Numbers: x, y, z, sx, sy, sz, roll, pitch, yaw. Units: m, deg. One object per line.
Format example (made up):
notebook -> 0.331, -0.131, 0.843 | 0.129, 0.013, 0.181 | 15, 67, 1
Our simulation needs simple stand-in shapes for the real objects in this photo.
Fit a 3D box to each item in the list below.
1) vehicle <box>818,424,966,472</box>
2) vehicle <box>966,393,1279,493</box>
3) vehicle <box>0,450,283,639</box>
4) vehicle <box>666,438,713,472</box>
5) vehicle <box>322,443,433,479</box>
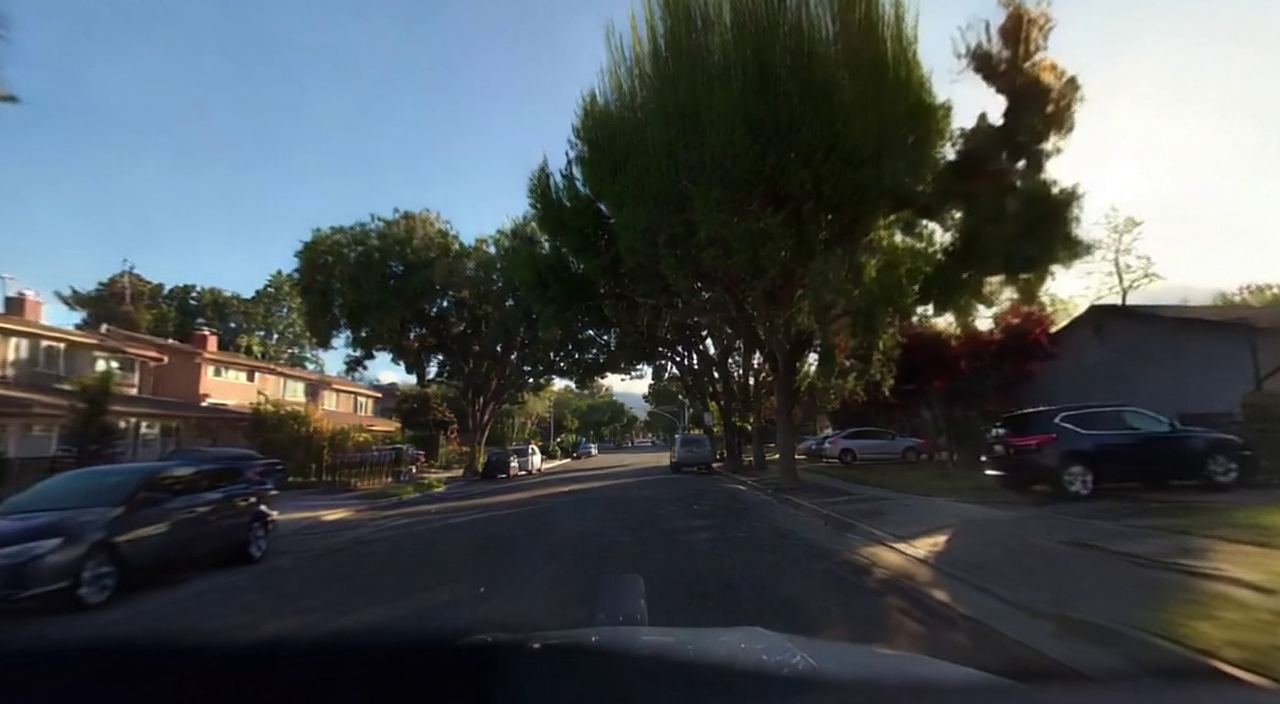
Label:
vehicle -> 8.762, 3.364, 22.254 | 4.331, 1.570, 2.009 | 0, -8, -1
vehicle -> 8.814, 1.649, 11.564 | 4.599, 1.652, 1.903 | 0, -8, -2
vehicle -> -5.942, 1.851, 6.986 | 1.878, 1.496, 3.535 | 0, -8, 0
vehicle -> 2.323, 4.957, 30.641 | 2.022, 1.483, 4.565 | 0, -8, 1
vehicle -> -11.604, 4.846, 28.172 | 4.118, 1.492, 1.902 | 0, -8, -3
